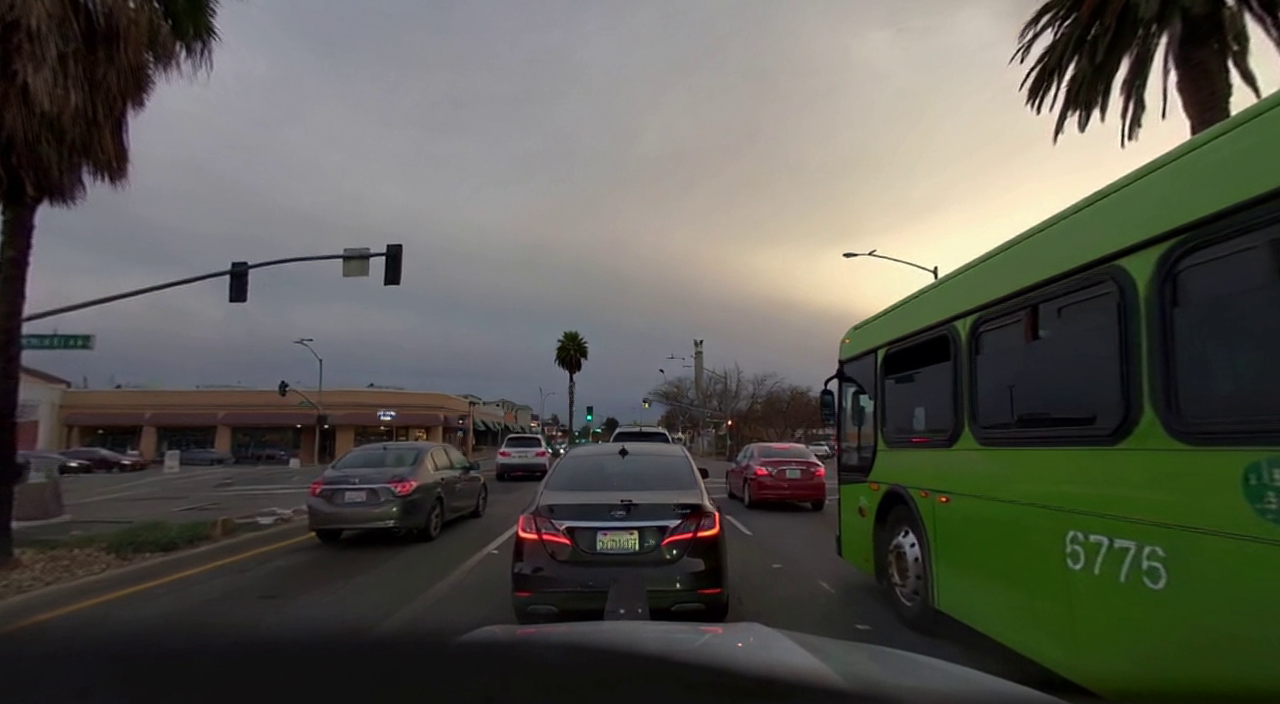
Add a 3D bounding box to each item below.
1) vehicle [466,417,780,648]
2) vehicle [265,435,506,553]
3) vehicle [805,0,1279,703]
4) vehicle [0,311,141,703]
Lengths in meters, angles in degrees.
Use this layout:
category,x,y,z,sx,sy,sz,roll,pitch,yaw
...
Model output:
category,x,y,z,sx,sy,sz,roll,pitch,yaw
vehicle,-0.124,1.478,6.148,2.060,1.499,3.831,0,-9,0
vehicle,-3.552,2.050,9.835,1.919,1.415,4.178,0,-9,2
vehicle,3.590,-0.455,1.299,3.068,4.026,13.534,0,-9,1
vehicle,-3.562,0.483,0.491,2.145,1.824,4.974,0,-9,2
